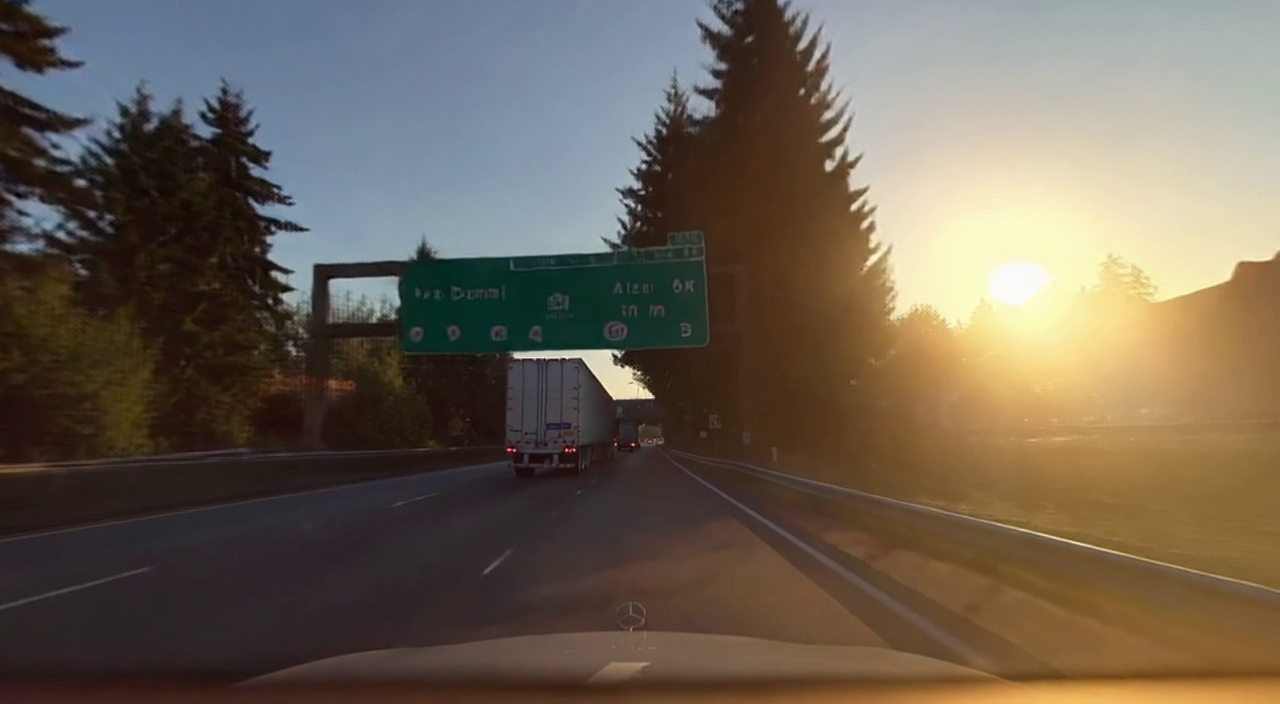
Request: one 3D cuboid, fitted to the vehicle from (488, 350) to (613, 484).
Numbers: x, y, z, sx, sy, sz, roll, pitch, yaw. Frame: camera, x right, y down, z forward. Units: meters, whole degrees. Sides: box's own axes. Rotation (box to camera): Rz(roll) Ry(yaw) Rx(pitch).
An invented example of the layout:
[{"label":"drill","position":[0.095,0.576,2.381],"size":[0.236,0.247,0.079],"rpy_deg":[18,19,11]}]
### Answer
[{"label":"vehicle","position":[-2.996,2.956,26.251],"size":[2.947,4.051,14.256],"rpy_deg":[0,-8,1]}]
